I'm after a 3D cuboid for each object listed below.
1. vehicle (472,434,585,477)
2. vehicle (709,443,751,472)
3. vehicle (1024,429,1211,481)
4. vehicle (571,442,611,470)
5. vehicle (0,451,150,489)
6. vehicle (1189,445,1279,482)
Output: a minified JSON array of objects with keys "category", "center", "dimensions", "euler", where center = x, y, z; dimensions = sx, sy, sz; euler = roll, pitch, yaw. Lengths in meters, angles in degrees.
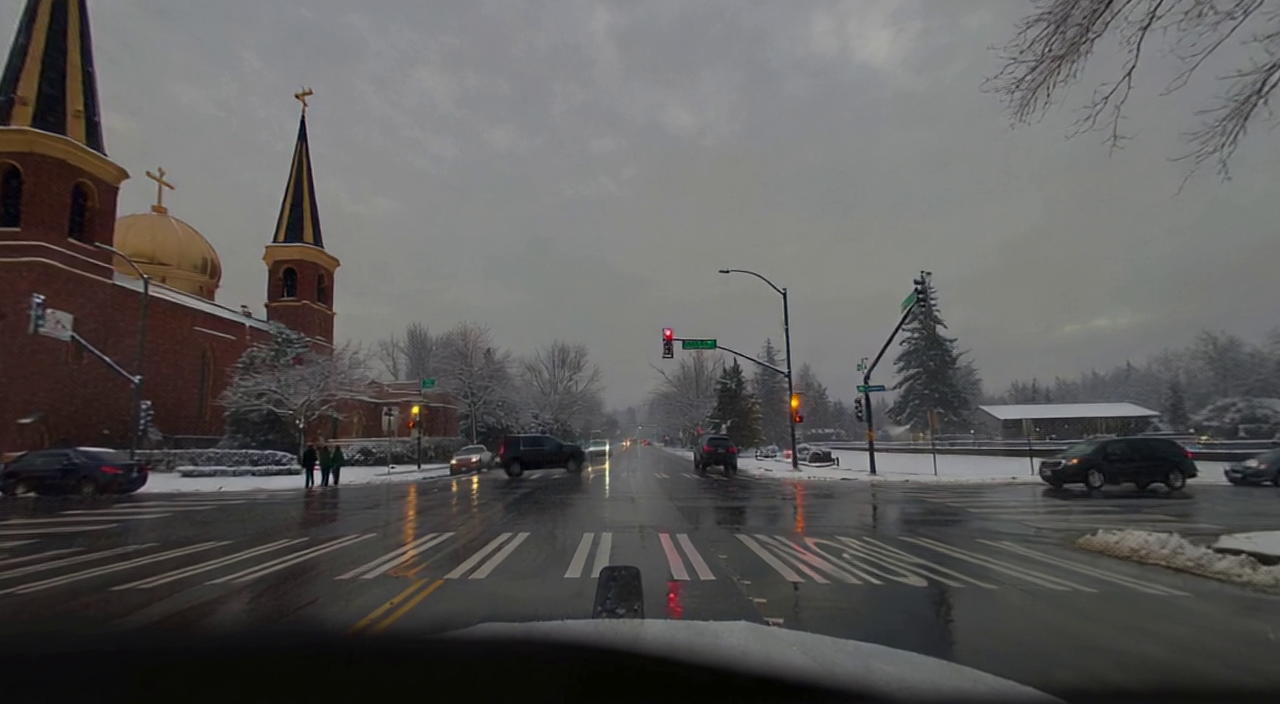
[{"category":"vehicle","center":[-4.833,4.571,28.005],"dimensions":[2.051,1.724,4.567],"euler":[-8,-12,43]},{"category":"vehicle","center":[5.823,6.861,41.480],"dimensions":[1.969,1.776,4.329],"euler":[0,-8,-2]},{"category":"vehicle","center":[19.877,4.307,26.561],"dimensions":[5.852,2.057,2.361],"euler":[0,-8,1]},{"category":"vehicle","center":[-3.165,6.801,41.485],"dimensions":[2.223,1.692,4.688],"euler":[0,-8,0]},{"category":"vehicle","center":[-23.370,4.858,26.215],"dimensions":[4.479,1.476,1.873],"euler":[0,-8,1]},{"category":"vehicle","center":[26.380,4.682,26.679],"dimensions":[4.561,1.475,1.850],"euler":[0,-8,0]}]
